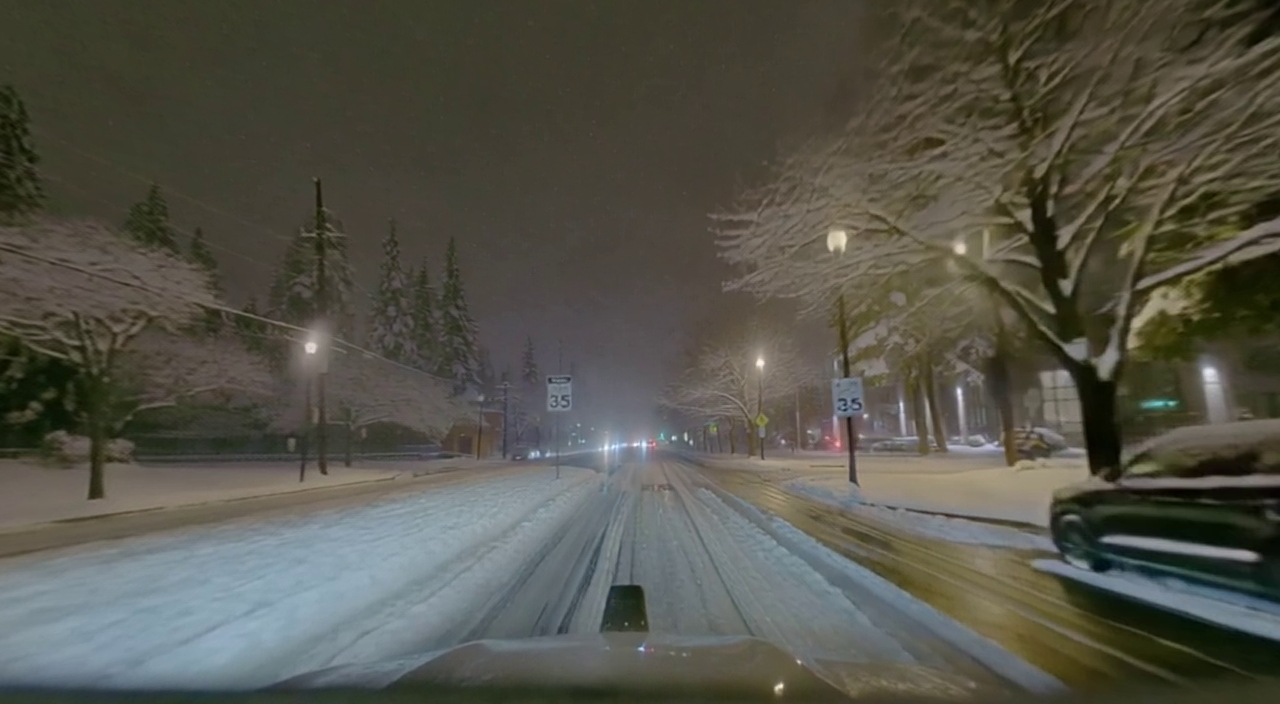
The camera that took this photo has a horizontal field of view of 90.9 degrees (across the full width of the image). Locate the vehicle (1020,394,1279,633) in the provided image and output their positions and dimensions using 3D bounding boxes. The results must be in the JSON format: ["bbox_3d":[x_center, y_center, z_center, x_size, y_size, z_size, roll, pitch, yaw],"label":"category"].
[{"bbox_3d":[5.992,1.334,5.467,2.104,1.826,5.301,0,-8,0],"label":"vehicle"}]
